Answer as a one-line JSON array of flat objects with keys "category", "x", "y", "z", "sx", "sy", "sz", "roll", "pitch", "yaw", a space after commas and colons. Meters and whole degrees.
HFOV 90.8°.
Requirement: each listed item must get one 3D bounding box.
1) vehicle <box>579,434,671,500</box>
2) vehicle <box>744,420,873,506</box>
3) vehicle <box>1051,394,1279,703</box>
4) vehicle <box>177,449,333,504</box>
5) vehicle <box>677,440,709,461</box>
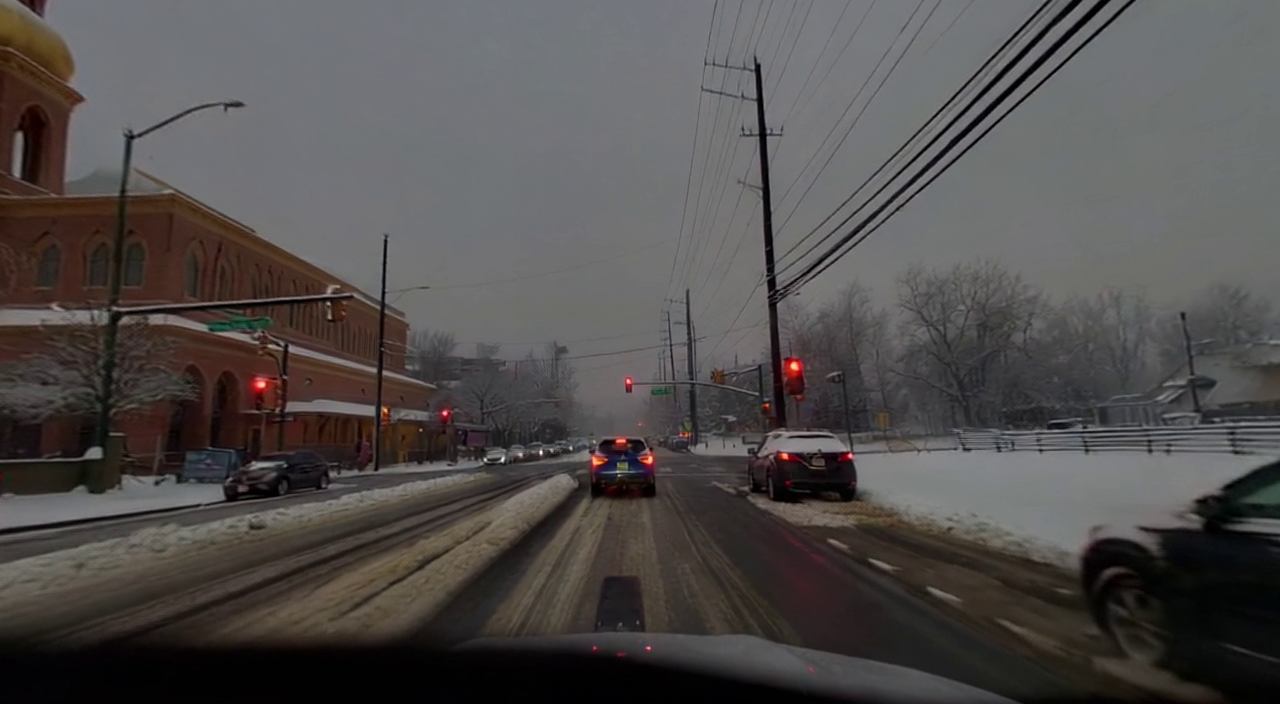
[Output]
[{"category": "vehicle", "x": -0.352, "y": 2.885, "z": 16.276, "sx": 2.049, "sy": 1.453, "sz": 4.299, "roll": 0, "pitch": -9, "yaw": -1}, {"category": "vehicle", "x": 3.899, "y": 2.658, "z": 15.444, "sx": 2.015, "sy": 1.780, "sz": 4.261, "roll": 0, "pitch": -9, "yaw": 1}, {"category": "vehicle", "x": 3.913, "y": 0.912, "z": 2.423, "sx": 2.003, "sy": 1.524, "sz": 3.868, "roll": 0, "pitch": -7, "yaw": -1}, {"category": "vehicle", "x": -11.991, "y": 3.869, "z": 20.164, "sx": 1.980, "sy": 1.502, "sz": 4.655, "roll": -1, "pitch": -9, "yaw": 1}, {"category": "vehicle", "x": 3.938, "y": 7.479, "z": 47.858, "sx": 1.933, "sy": 1.479, "sz": 4.430, "roll": 0, "pitch": -9, "yaw": -1}]
